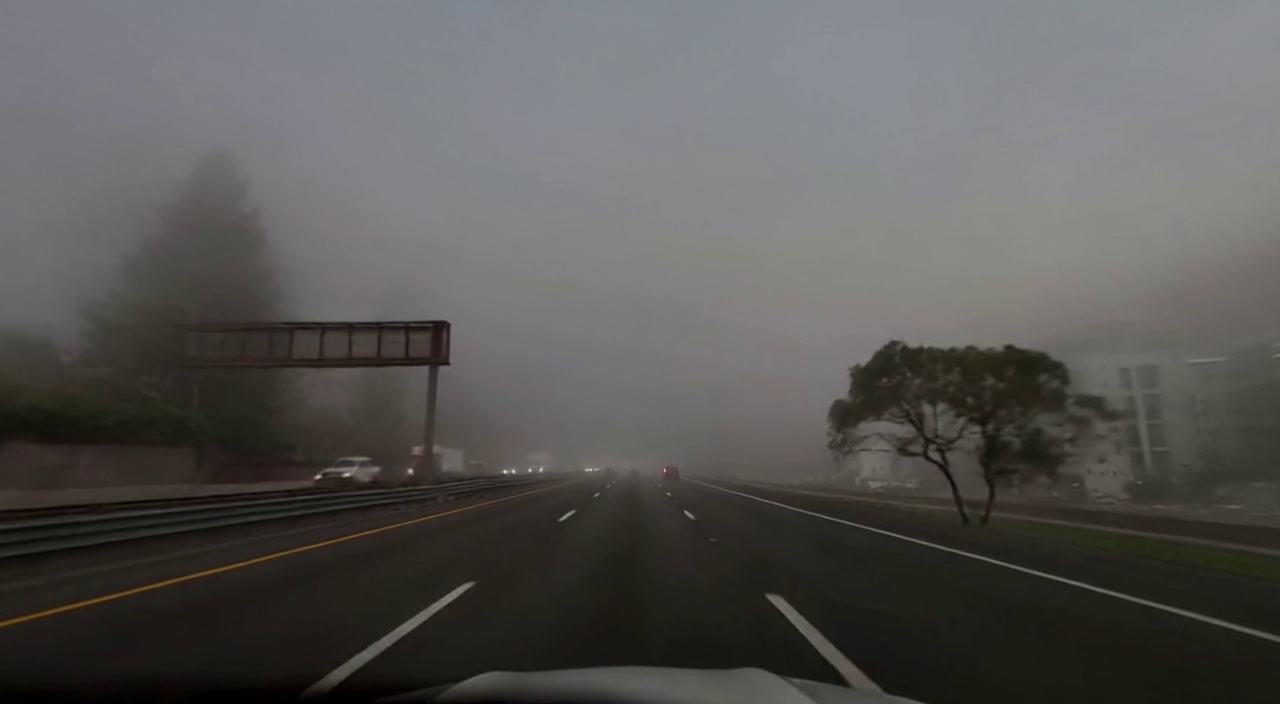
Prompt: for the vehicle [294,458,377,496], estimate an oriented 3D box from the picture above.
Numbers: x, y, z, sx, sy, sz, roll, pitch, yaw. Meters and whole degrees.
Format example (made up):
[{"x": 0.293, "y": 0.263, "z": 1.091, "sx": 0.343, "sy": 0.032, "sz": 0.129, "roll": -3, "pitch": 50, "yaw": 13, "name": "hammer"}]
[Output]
[{"x": -16.322, "y": 6.727, "z": 34.134, "sx": 2.023, "sy": 1.864, "sz": 4.924, "roll": 1, "pitch": -10, "yaw": 0, "name": "vehicle"}]
